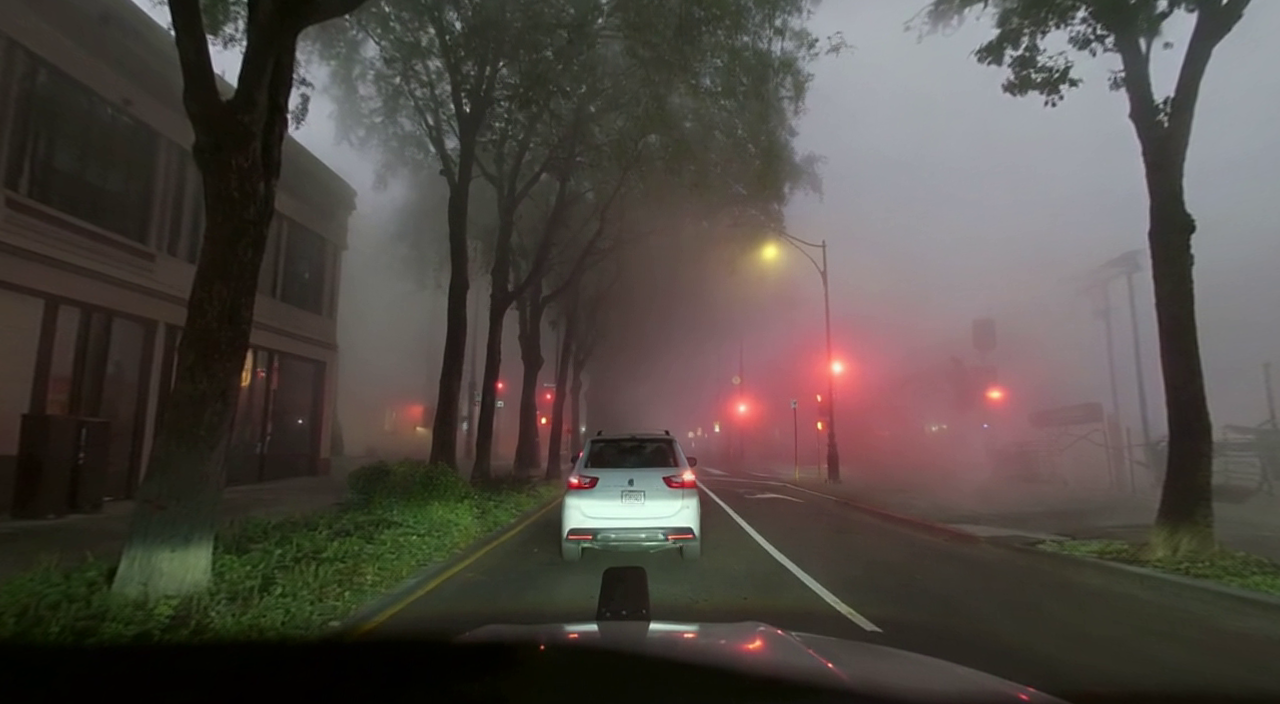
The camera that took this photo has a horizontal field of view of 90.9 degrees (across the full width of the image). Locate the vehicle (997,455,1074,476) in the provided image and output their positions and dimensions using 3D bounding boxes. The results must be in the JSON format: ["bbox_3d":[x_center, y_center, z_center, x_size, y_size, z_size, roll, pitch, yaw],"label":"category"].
[{"bbox_3d":[29.818,8.566,47.588,4.668,1.441,1.904,1,-9,-6],"label":"vehicle"}]

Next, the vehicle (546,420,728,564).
[{"bbox_3d":[-0.081,1.894,9.222,2.079,1.621,3.861,0,-8,-1],"label":"vehicle"}]

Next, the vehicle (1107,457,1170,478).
[{"bbox_3d":[37.590,8.707,47.568,3.445,1.363,1.608,2,-9,-1],"label":"vehicle"}]
